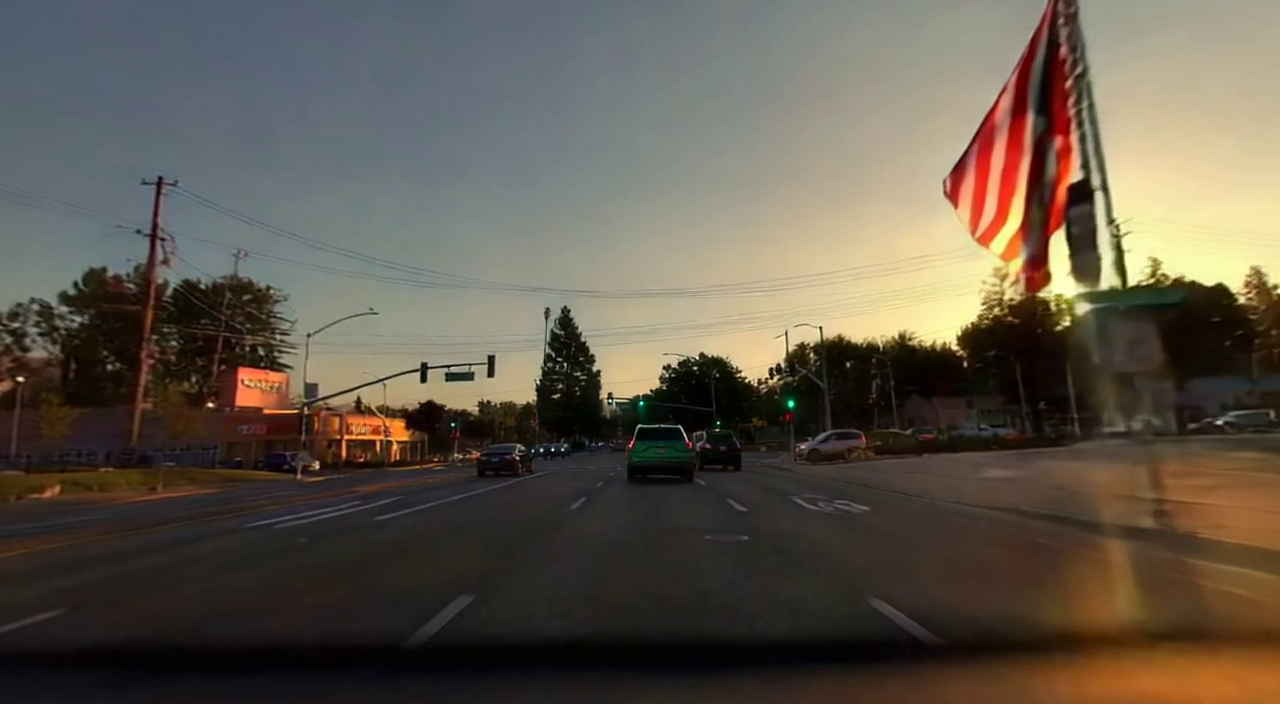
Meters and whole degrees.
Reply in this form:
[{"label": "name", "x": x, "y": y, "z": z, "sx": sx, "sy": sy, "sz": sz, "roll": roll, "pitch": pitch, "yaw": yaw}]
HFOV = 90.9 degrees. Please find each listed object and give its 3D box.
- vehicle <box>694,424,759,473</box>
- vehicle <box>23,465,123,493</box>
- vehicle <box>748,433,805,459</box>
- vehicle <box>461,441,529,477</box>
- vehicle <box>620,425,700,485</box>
[{"label": "vehicle", "x": 4.041, "y": 4.671, "z": 30.629, "sx": 2.452, "sy": 2.148, "sz": 5.877, "roll": 0, "pitch": -8, "yaw": 1}, {"label": "vehicle", "x": -34.073, "y": 7.600, "z": 38.067, "sx": 1.819, "sy": 1.433, "sz": 4.403, "roll": 0, "pitch": -8, "yaw": 2}, {"label": "vehicle", "x": 9.981, "y": 6.812, "z": 45.921, "sx": 2.228, "sy": 1.760, "sz": 4.386, "roll": -7, "pitch": -11, "yaw": 40}, {"label": "vehicle", "x": -6.454, "y": 4.796, "z": 28.583, "sx": 1.966, "sy": 1.461, "sz": 4.422, "roll": 0, "pitch": -8, "yaw": 1}, {"label": "vehicle", "x": 0.621, "y": 3.600, "z": 22.327, "sx": 2.513, "sy": 1.854, "sz": 5.235, "roll": 0, "pitch": -8, "yaw": 0}]
